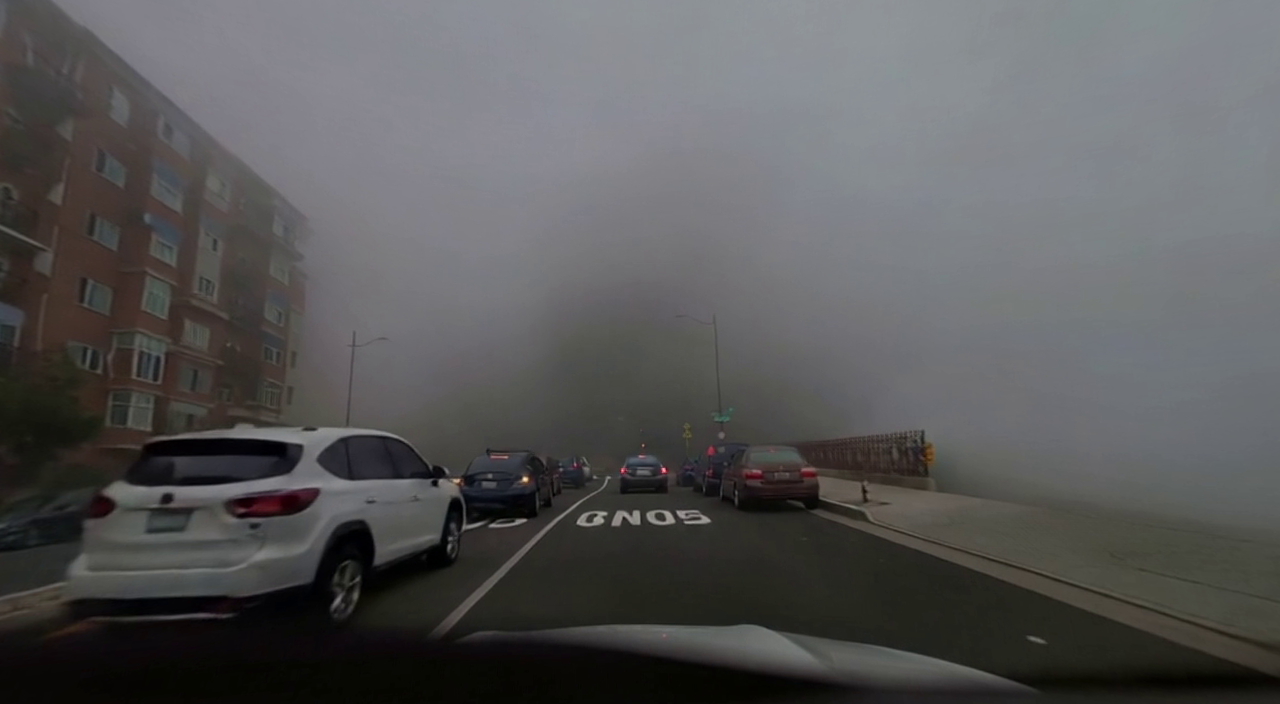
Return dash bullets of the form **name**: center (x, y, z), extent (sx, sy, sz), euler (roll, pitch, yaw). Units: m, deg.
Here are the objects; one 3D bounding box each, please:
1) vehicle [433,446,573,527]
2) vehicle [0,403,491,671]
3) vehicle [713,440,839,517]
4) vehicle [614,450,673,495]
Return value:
- **vehicle**: center (-2.812, 2.856, 14.124), extent (2.109, 1.477, 4.509), euler (0, -8, 0)
- **vehicle**: center (-3.052, 1.505, 6.302), extent (2.065, 1.705, 4.353), euler (0, -8, 0)
- **vehicle**: center (2.928, 2.815, 14.660), extent (1.933, 1.501, 4.349), euler (0, -8, 0)
- **vehicle**: center (0.074, 4.459, 23.655), extent (2.026, 1.496, 3.701), euler (0, -8, -1)
